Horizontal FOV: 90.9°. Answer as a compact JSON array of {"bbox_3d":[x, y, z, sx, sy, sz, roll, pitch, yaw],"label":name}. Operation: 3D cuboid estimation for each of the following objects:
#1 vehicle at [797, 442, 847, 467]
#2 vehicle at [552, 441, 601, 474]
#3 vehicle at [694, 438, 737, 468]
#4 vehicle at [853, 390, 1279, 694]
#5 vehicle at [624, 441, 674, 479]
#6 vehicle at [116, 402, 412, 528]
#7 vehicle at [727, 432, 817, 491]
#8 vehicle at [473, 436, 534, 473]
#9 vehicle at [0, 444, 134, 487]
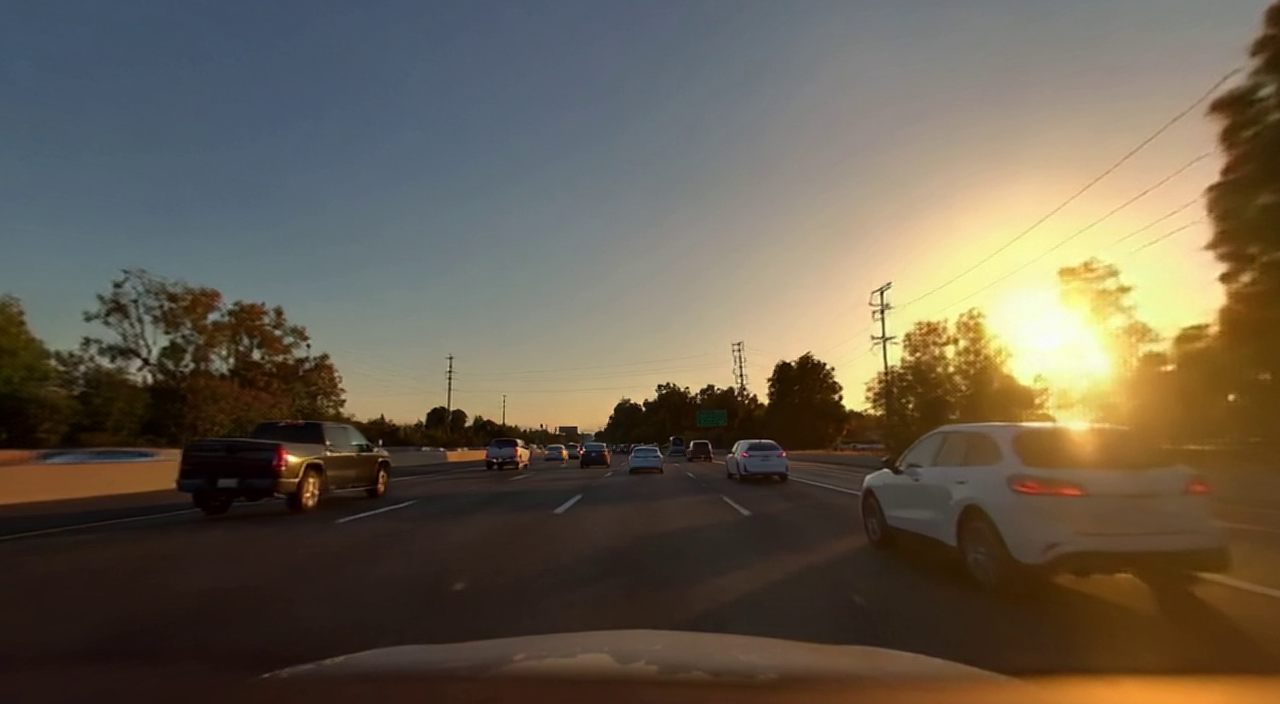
[{"bbox_3d":[11.625,6.562,40.553,1.816,1.480,4.468,0,-8,0],"label":"vehicle"},{"bbox_3d":[-3.003,5.123,30.806,1.904,1.479,4.274,0,-8,1],"label":"vehicle"},{"bbox_3d":[4.721,6.353,39.939,2.195,1.778,4.455,0,-8,0],"label":"vehicle"},{"bbox_3d":[3.643,1.320,5.546,2.051,1.595,4.301,0,-8,1],"label":"vehicle"},{"bbox_3d":[0.350,4.510,26.542,1.966,1.444,3.986,0,-8,0],"label":"vehicle"},{"bbox_3d":[-6.913,2.182,12.752,2.269,1.936,5.777,-1,-8,2],"label":"vehicle"},{"bbox_3d":[4.187,3.531,20.699,2.002,1.691,4.290,0,-8,0],"label":"vehicle"},{"bbox_3d":[-6.653,5.057,31.201,1.978,1.680,4.263,0,-8,1],"label":"vehicle"},{"bbox_3d":[-23.844,4.595,26.027,1.956,1.583,4.753,0,-8,1],"label":"vehicle"}]
